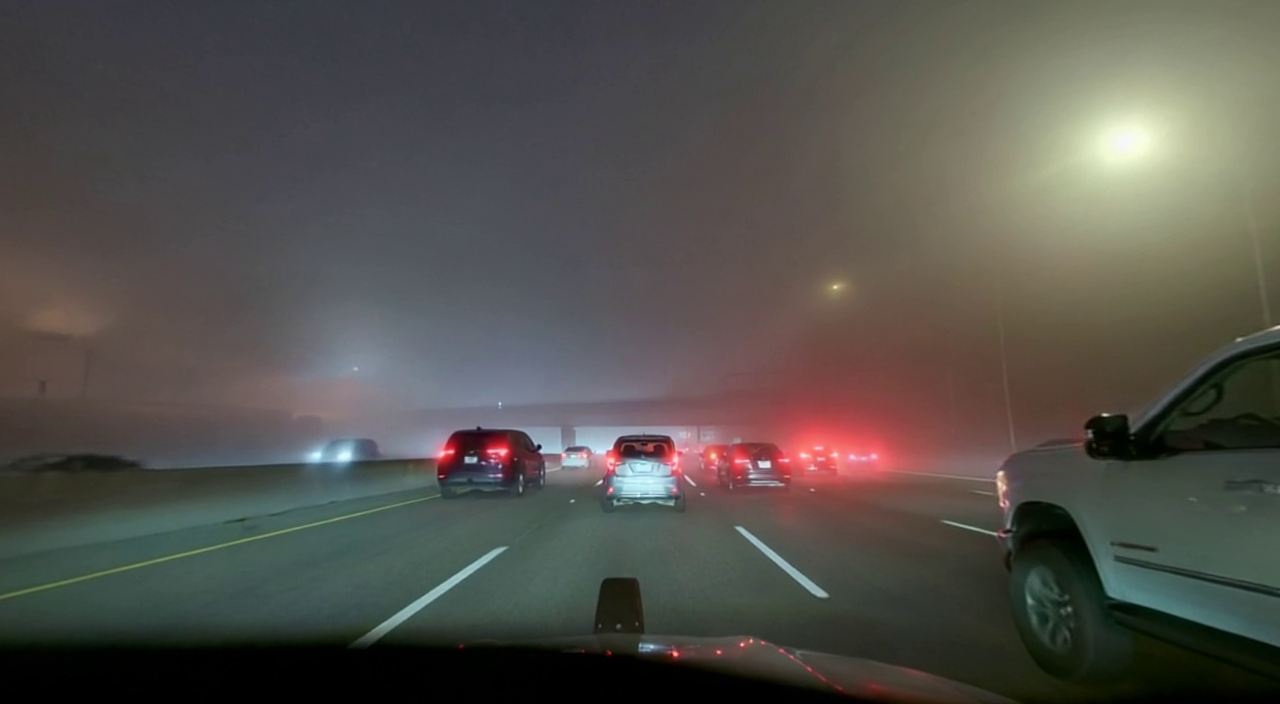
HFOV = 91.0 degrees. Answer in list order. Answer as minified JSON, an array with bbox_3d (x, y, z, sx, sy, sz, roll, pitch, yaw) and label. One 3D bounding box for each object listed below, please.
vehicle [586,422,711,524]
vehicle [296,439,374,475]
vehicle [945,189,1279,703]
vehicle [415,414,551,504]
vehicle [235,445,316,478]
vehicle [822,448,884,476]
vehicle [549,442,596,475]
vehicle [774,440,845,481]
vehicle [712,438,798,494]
[{"bbox_3d":[0.189,2.440,13.190,2.181,1.756,4.167,0,-9,1],"label":"vehicle"},{"bbox_3d":[-17.659,6.086,36.776,2.024,1.946,4.793,0,-9,1],"label":"vehicle"},{"bbox_3d":[3.538,0.510,2.211,2.300,2.242,5.327,0,-9,1],"label":"vehicle"},{"bbox_3d":[-4.182,3.016,18.126,2.212,2.101,6.052,0,-9,2],"label":"vehicle"},{"bbox_3d":[-21.614,6.479,37.581,1.949,1.844,4.533,0,-9,2],"label":"vehicle"},{"bbox_3d":[12.142,6.258,36.186,1.945,1.498,4.385,1,-9,-1],"label":"vehicle"},{"bbox_3d":[-3.643,5.879,34.920,1.982,1.655,4.604,0,-9,2],"label":"vehicle"},{"bbox_3d":[7.953,5.125,30.042,2.054,1.769,4.693,0,-9,0],"label":"vehicle"},{"bbox_3d":[3.720,3.782,21.287,2.022,1.633,4.651,0,-9,0],"label":"vehicle"}]
